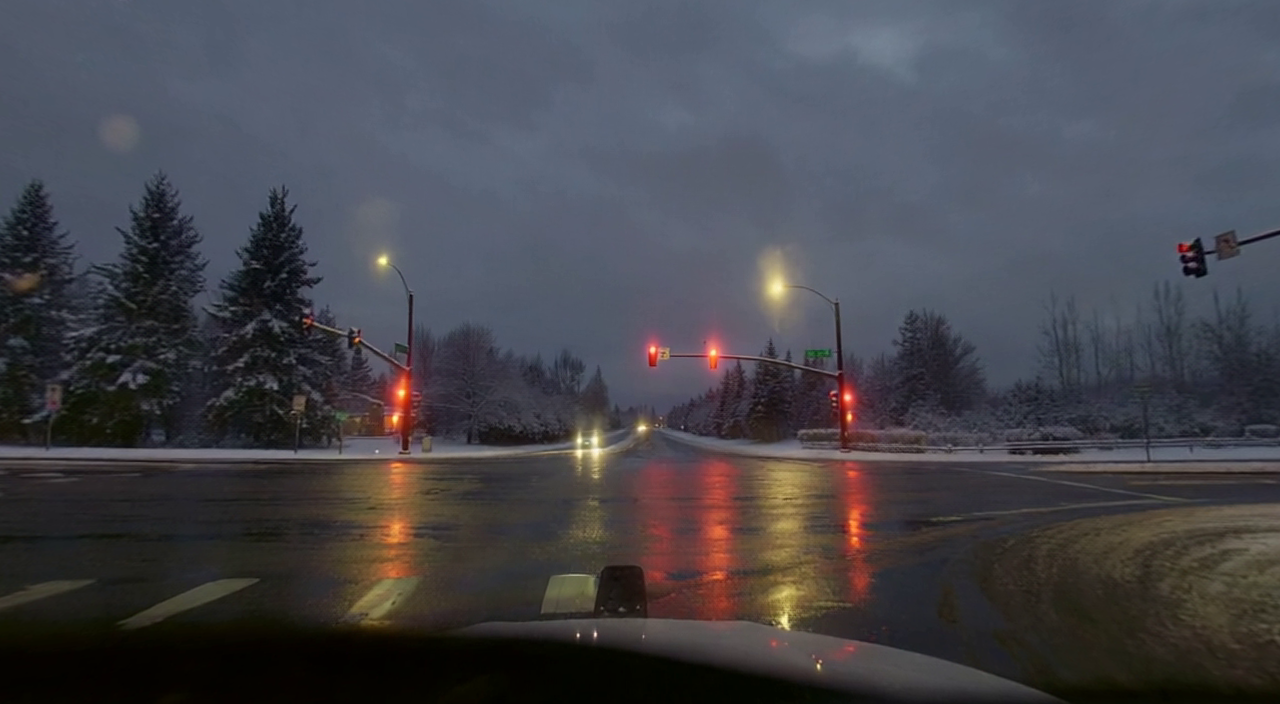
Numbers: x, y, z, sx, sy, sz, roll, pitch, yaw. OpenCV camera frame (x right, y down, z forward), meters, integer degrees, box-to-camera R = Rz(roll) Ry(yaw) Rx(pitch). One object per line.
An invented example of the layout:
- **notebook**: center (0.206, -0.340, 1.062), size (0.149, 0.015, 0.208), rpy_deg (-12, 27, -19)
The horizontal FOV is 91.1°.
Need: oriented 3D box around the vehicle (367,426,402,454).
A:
- **vehicle**: center (-19.913, 6.860, 48.902), size (1.873, 2.079, 2.879), rpy_deg (5, -10, -33)
